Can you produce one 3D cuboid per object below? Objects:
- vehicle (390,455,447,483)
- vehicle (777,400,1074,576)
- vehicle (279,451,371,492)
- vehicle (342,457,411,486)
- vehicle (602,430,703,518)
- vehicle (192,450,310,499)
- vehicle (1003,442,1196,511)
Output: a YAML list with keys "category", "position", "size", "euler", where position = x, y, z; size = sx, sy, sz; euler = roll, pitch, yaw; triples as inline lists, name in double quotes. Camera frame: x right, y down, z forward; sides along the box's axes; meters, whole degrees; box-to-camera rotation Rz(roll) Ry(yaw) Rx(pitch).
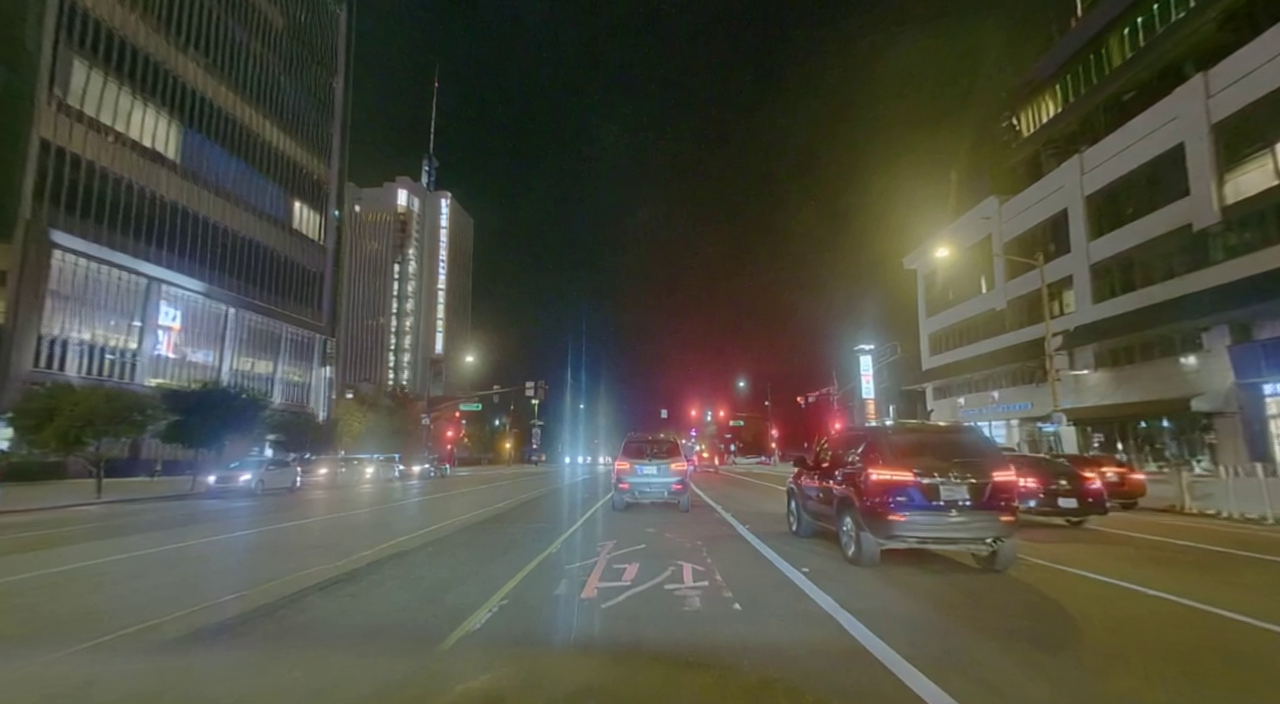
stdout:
- category: "vehicle"
  position: [-14.907, 7.882, 42.773]
  size: [2.096, 1.416, 4.885]
  euler: [0, -5, 1]
- category: "vehicle"
  position: [3.720, 1.885, 9.637]
  size: [2.115, 1.932, 5.189]
  euler: [0, -8, 0]
- category: "vehicle"
  position: [-15.092, 5.708, 30.594]
  size: [1.825, 1.685, 5.220]
  euler: [0, -8, -1]
- category: "vehicle"
  position: [-14.999, 6.811, 36.226]
  size: [1.792, 1.429, 5.161]
  euler: [0, -8, 0]
- category: "vehicle"
  position: [0.290, 2.968, 15.920]
  size: [2.157, 1.863, 4.665]
  euler: [0, -8, 0]
- category: "vehicle"
  position: [-15.196, 4.751, 24.963]
  size: [1.698, 1.466, 4.713]
  euler: [0, -6, 0]
- category: "vehicle"
  position: [14.077, 3.904, 19.888]
  size: [2.151, 1.833, 5.323]
  euler: [-1, -11, 2]
